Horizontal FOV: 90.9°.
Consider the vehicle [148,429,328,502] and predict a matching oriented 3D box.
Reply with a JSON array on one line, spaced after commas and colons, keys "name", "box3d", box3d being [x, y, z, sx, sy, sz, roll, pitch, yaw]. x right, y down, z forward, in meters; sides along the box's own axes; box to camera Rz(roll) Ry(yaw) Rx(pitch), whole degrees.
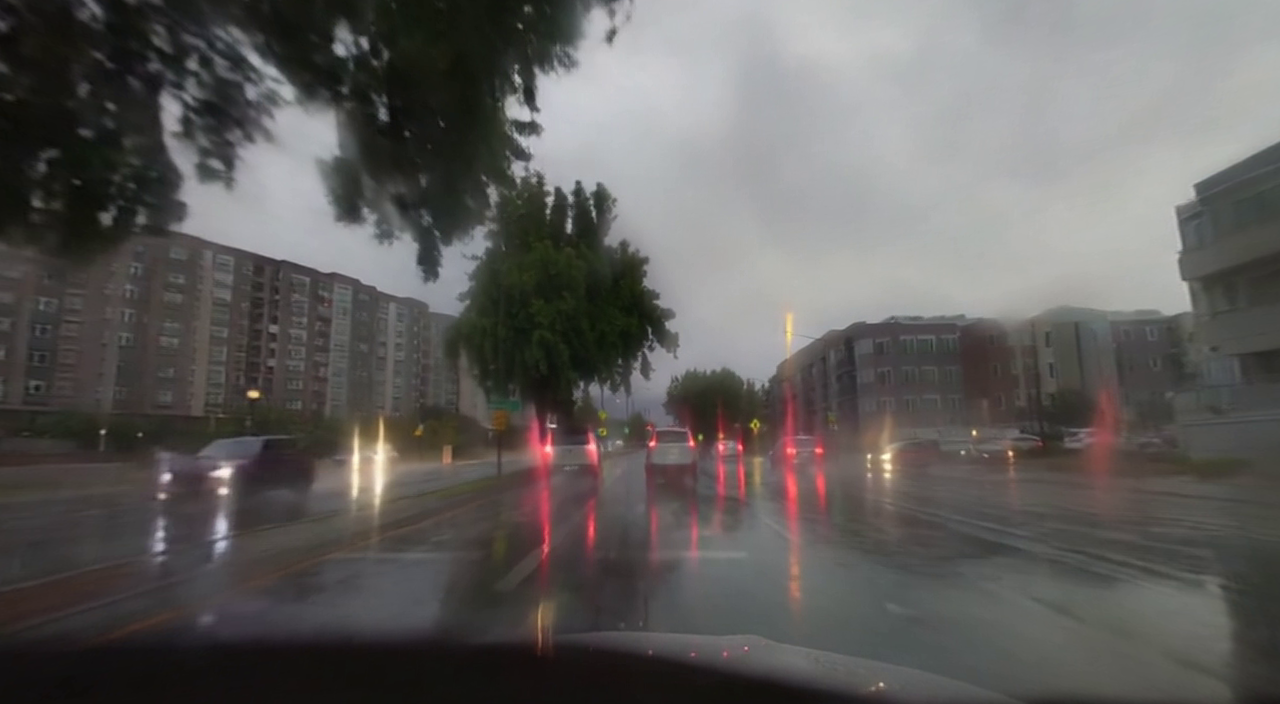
[{"name": "vehicle", "box3d": [-11.102, 3.145, 17.948, 2.098, 1.760, 4.654, 0, -8, -1]}]

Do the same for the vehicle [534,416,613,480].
[{"name": "vehicle", "box3d": [-2.364, 3.637, 23.984, 2.396, 2.143, 4.824, 0, -8, 1]}]

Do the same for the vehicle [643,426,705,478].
[{"name": "vehicle", "box3d": [1.233, 3.899, 24.753, 2.222, 1.841, 4.031, 0, -8, 0]}]

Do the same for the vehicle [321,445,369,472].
[{"name": "vehicle", "box3d": [-17.984, 6.423, 38.321, 1.993, 1.462, 4.586, 5, -10, -32]}]

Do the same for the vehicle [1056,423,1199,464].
[{"name": "vehicle", "box3d": [23.824, 4.520, 31.013, 5.050, 1.756, 2.206, -2, -9, 2]}]

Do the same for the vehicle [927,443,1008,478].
[{"name": "vehicle", "box3d": [14.855, 4.907, 28.855, 1.706, 1.474, 3.761, 0, -8, 1]}]

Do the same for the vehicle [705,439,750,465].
[{"name": "vehicle", "box3d": [5.307, 6.121, 38.783, 2.075, 1.486, 4.316, 0, -8, 0]}]
